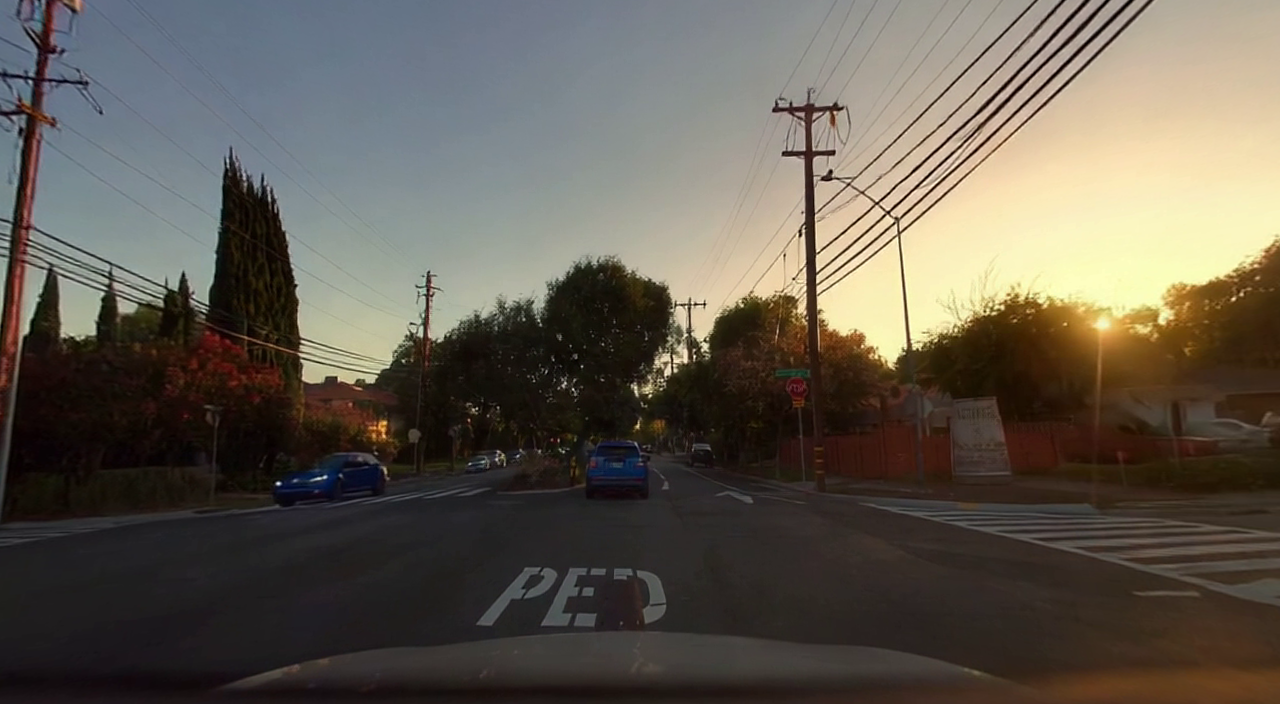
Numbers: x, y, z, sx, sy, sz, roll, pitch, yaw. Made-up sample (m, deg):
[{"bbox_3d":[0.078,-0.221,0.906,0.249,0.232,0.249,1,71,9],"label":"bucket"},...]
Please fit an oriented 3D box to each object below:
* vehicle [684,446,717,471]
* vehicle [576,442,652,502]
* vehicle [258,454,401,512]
[{"bbox_3d":[4.428,7.849,46.926,2.101,1.744,4.466,0,-8,0],"label":"vehicle"},{"bbox_3d":[-0.677,3.260,17.579,1.877,1.448,3.830,0,-8,-1],"label":"vehicle"},{"bbox_3d":[-9.275,3.913,19.325,1.934,1.506,4.032,-1,-9,7],"label":"vehicle"}]
